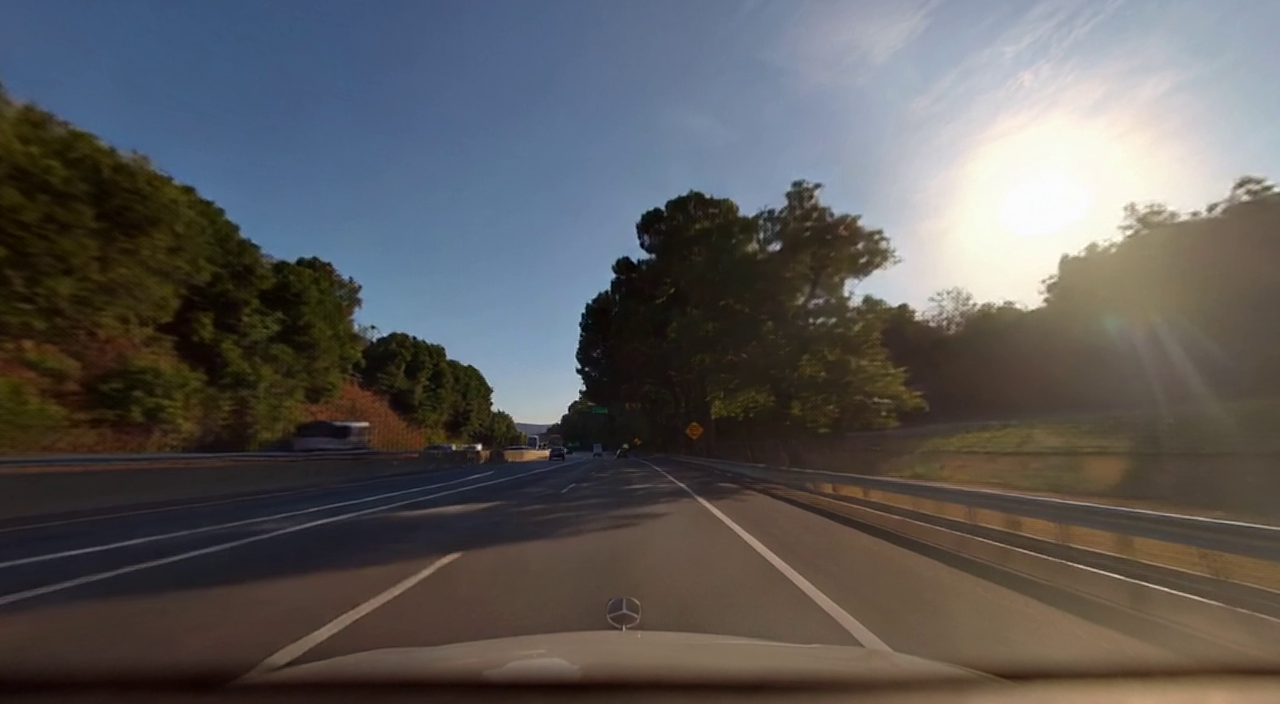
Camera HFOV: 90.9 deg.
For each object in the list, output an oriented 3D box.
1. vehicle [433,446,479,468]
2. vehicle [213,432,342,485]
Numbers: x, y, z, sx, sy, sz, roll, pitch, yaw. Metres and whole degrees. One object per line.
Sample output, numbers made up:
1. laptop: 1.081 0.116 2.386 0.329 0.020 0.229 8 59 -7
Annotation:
1. vehicle: -13.484 7.721 46.466 2.027 1.519 4.733 0 -9 0
2. vehicle: -13.556 4.029 23.989 2.107 1.790 4.620 0 -9 0
